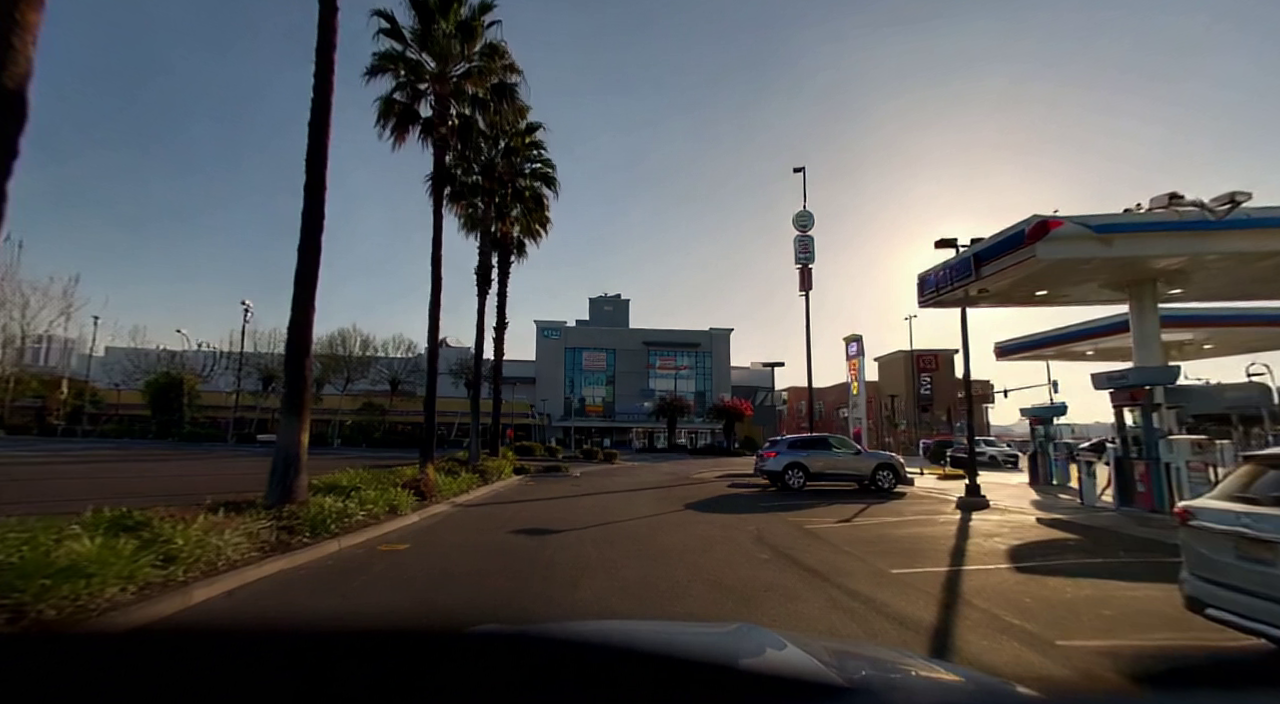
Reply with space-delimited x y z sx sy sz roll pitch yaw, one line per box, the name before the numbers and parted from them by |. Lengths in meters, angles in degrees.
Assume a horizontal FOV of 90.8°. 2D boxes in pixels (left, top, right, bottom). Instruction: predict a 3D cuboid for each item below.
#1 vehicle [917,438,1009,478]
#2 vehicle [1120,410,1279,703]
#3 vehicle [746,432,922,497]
vehicle | 16.316 5.347 32.223 2.028 1.850 4.731 0 -8 -2
vehicle | 5.297 1.108 3.492 3.813 1.541 1.723 0 -8 0
vehicle | 5.701 3.338 19.038 4.560 1.818 2.148 0 -8 -2
